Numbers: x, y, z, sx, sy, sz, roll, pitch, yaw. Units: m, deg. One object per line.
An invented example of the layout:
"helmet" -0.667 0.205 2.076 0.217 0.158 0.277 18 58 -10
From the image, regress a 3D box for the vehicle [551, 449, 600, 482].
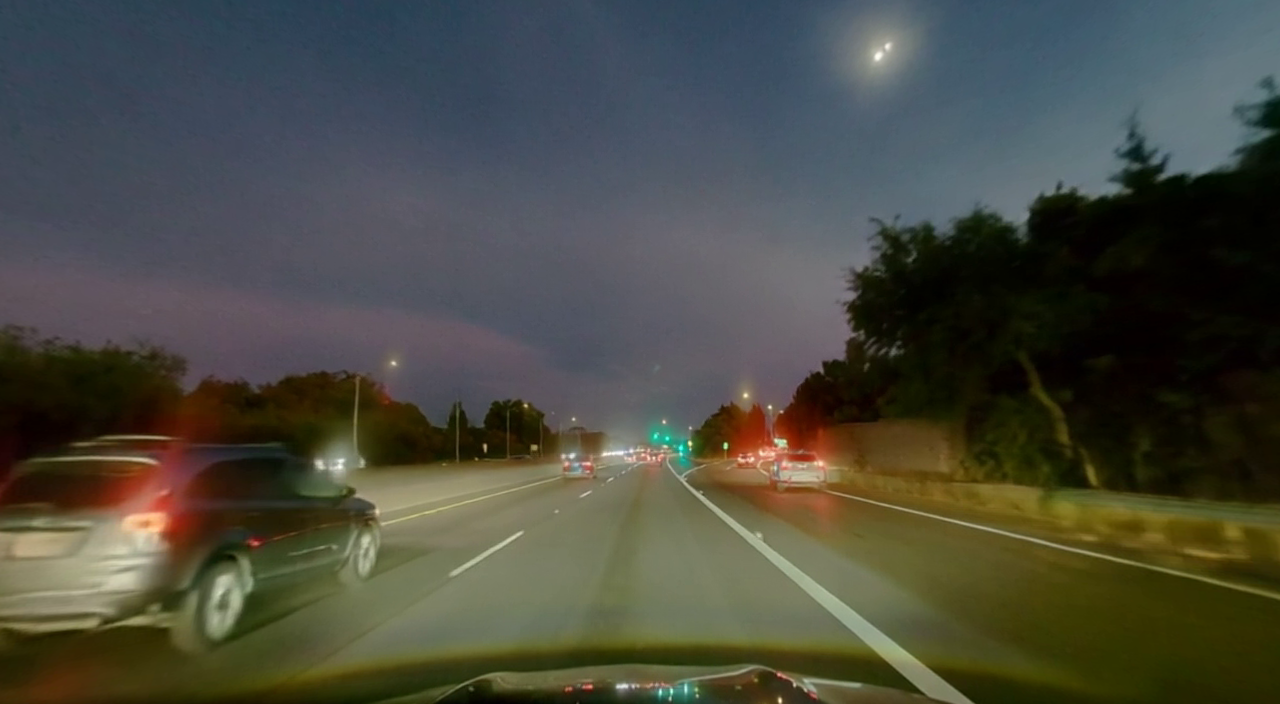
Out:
"vehicle" -3.208 5.768 32.228 1.997 1.540 3.906 0 -9 1

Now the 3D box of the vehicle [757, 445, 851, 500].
"vehicle" 5.150 3.832 20.474 2.020 1.548 4.715 0 -9 3

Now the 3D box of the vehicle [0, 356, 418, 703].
"vehicle" -3.539 1.188 4.559 2.263 1.696 4.321 0 -9 0
